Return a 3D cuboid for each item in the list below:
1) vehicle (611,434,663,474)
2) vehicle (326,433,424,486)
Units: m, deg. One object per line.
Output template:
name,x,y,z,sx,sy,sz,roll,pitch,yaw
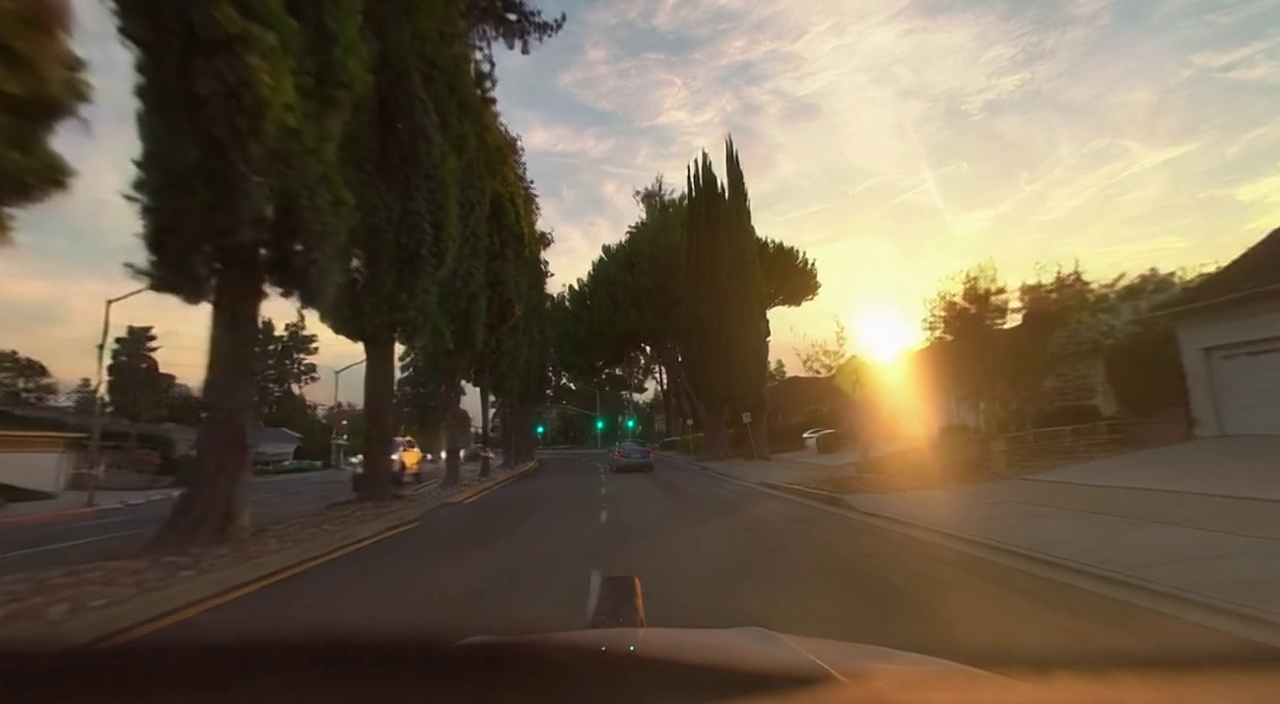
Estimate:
vehicle,-0.208,4.768,29.717,1.990,1.707,4.225,0,-9,-6
vehicle,-11.345,4.635,27.584,2.334,2.022,5.653,0,-9,-6
